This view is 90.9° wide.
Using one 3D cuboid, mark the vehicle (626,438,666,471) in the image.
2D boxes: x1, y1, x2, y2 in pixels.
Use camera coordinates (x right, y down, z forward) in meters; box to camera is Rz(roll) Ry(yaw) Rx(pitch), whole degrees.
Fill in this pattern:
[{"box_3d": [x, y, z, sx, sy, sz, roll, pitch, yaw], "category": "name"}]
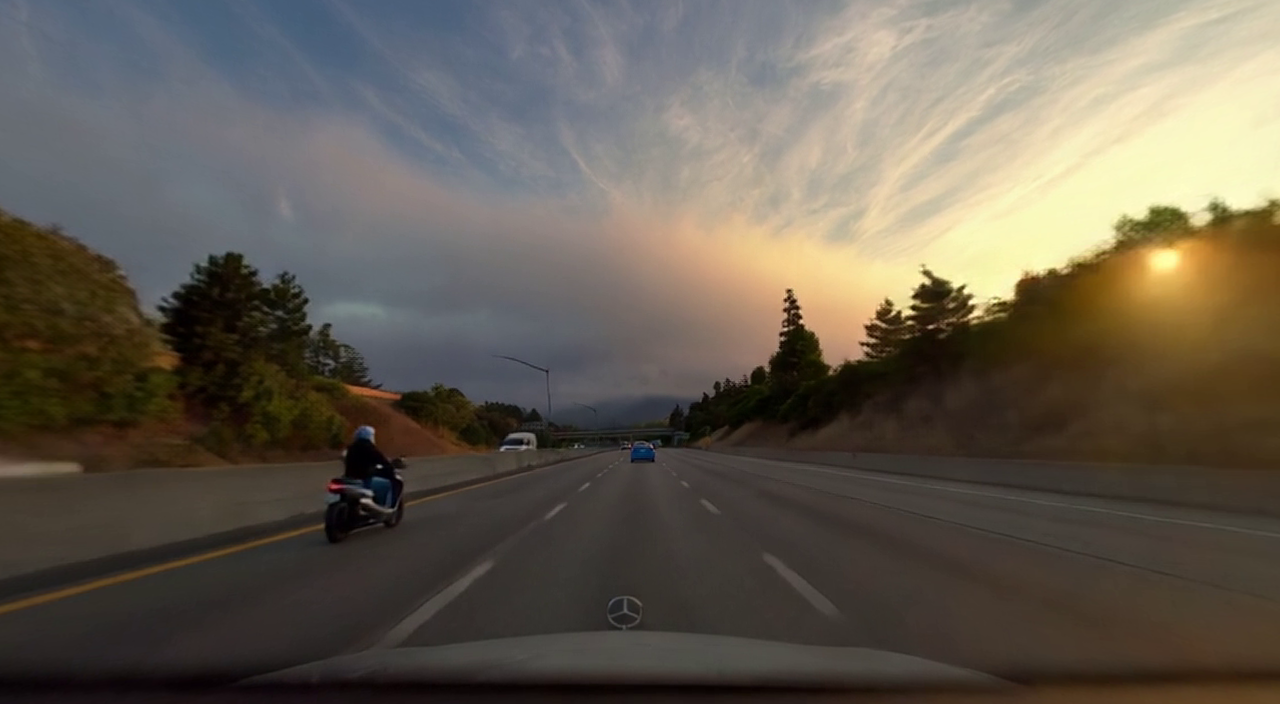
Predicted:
[{"box_3d": [0.356, 6.103, 37.725, 2.247, 1.825, 4.036, 0, -9, 0], "category": "vehicle"}]
